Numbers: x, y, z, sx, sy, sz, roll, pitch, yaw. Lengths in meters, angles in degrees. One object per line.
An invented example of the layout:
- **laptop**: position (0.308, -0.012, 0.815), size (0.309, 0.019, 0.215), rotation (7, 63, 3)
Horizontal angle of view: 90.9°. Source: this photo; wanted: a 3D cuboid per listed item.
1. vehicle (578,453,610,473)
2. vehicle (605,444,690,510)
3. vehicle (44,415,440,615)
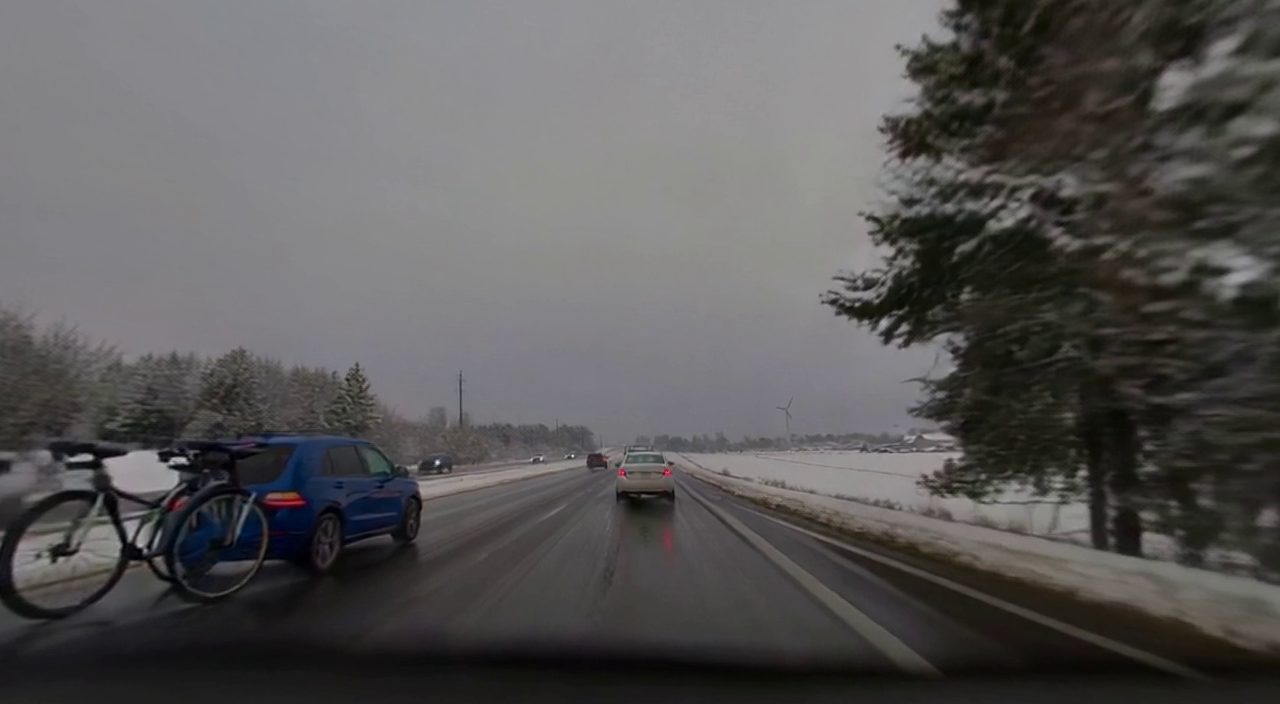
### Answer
- **vehicle**: position (-3.487, 8.499, 48.440), size (2.059, 1.455, 4.205), rotation (0, -9, 0)
- **vehicle**: position (0.202, 3.349, 17.340), size (2.063, 1.582, 3.955), rotation (0, -9, 1)
- **vehicle**: position (-4.043, 1.709, 7.443), size (1.962, 1.681, 4.033), rotation (0, -9, 1)
